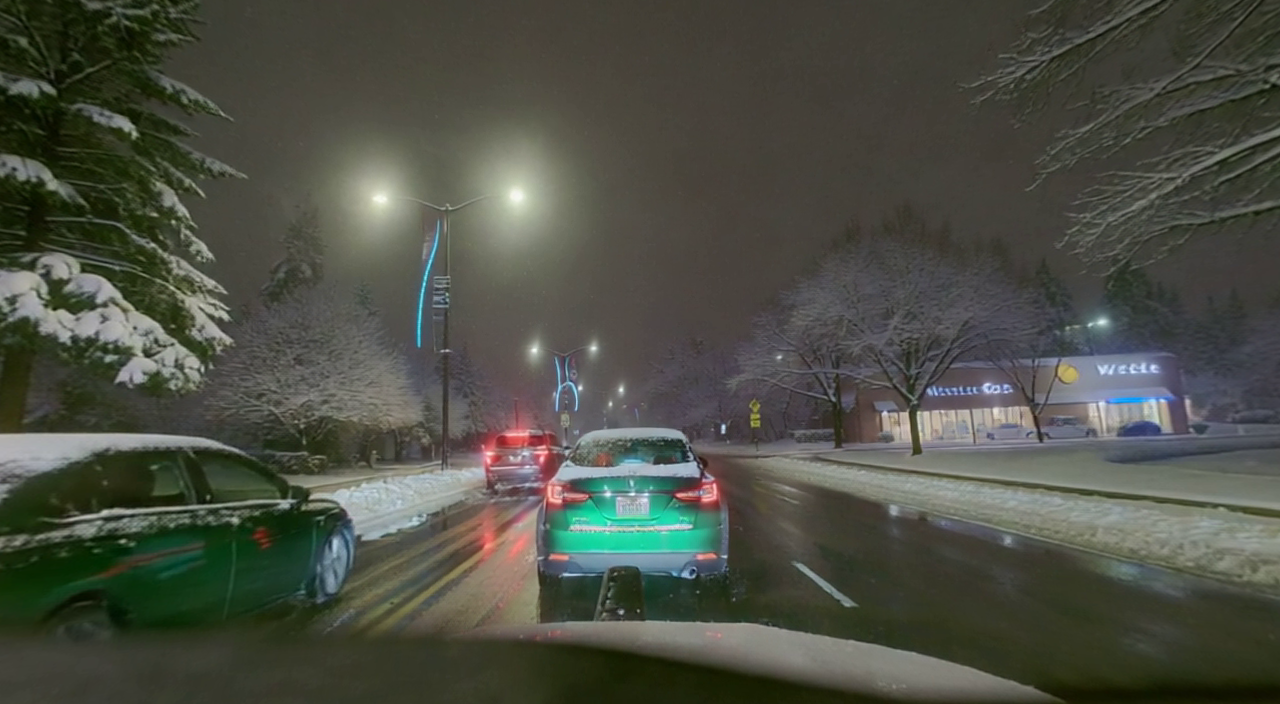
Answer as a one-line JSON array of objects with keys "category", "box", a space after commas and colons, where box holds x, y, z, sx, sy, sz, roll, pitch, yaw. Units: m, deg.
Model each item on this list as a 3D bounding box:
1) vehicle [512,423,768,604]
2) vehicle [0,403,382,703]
[{"category": "vehicle", "box": [-0.059, 1.635, 7.302, 2.126, 1.475, 3.967, 0, -8, -2]}, {"category": "vehicle", "box": [-3.499, 1.156, 3.859, 1.961, 1.487, 4.453, 0, -8, 0]}]
